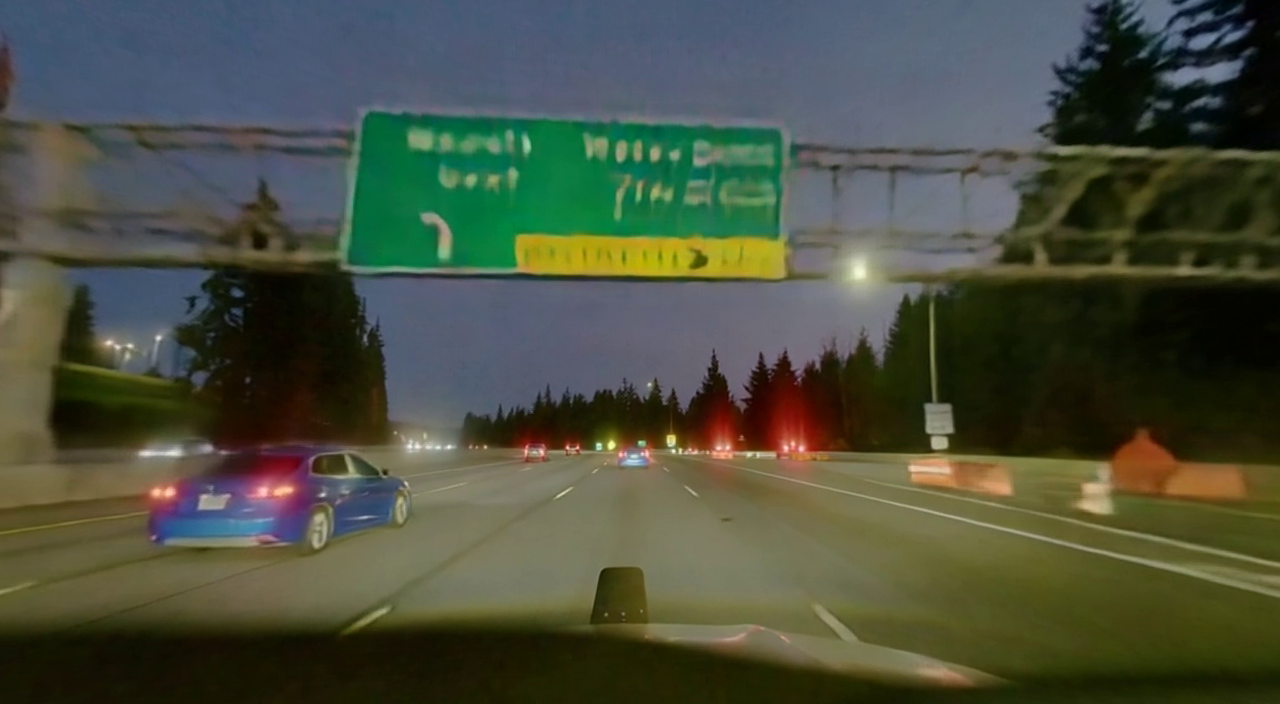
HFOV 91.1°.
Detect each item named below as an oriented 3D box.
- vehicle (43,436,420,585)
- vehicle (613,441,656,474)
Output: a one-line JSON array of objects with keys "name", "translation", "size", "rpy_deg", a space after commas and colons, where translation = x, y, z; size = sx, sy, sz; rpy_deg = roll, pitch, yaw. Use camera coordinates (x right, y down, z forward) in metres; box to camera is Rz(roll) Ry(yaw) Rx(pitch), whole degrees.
[{"name": "vehicle", "translation": [-4.723, 1.855, 8.295], "size": [2.001, 1.415, 4.360], "rpy_deg": [0, -8, 1]}, {"name": "vehicle", "translation": [-0.280, 5.155, 30.947], "size": [1.963, 1.462, 4.681], "rpy_deg": [0, -8, -1]}]
